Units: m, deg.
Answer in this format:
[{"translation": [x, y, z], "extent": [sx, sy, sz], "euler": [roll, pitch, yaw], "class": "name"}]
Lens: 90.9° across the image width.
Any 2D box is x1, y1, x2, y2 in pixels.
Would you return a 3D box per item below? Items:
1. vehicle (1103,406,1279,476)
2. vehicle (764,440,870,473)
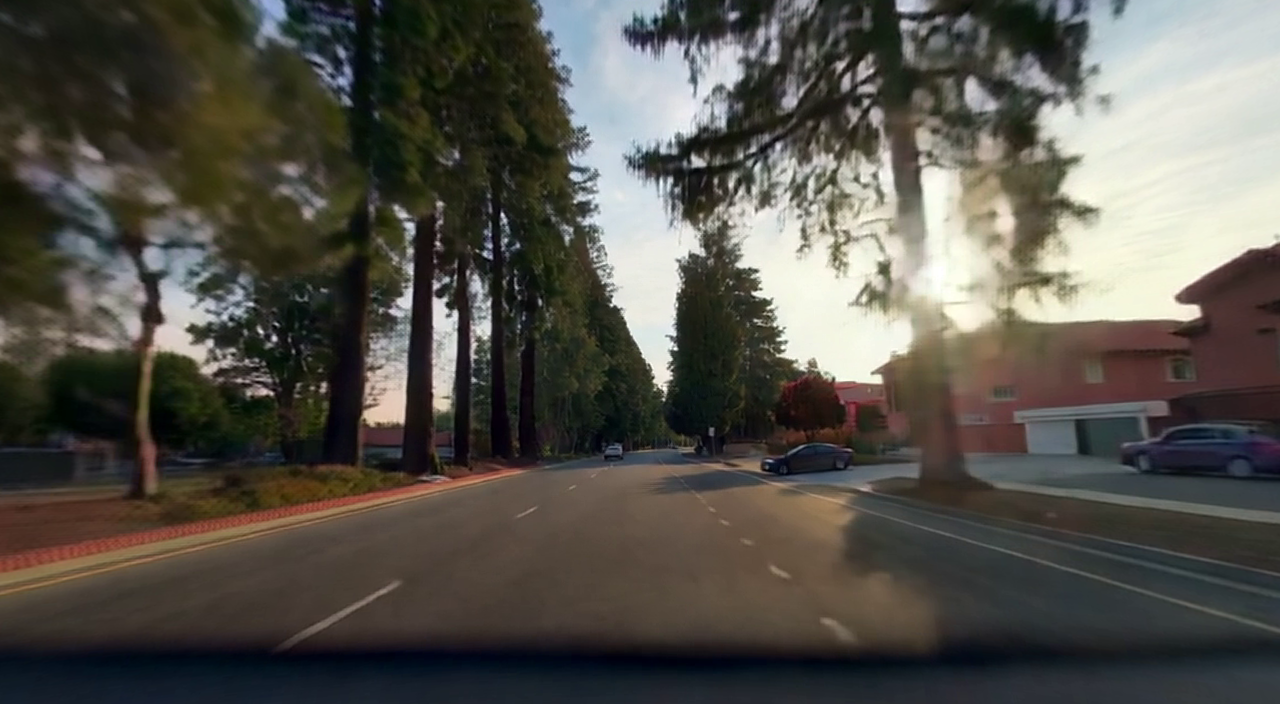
[{"translation": [17.473, 2.762, 19.447], "extent": [2.094, 1.813, 5.789], "euler": [0, -9, 2], "class": "vehicle"}, {"translation": [8.344, 4.987, 30.111], "extent": [4.575, 1.514, 1.932], "euler": [-1, -9, 8], "class": "vehicle"}]
